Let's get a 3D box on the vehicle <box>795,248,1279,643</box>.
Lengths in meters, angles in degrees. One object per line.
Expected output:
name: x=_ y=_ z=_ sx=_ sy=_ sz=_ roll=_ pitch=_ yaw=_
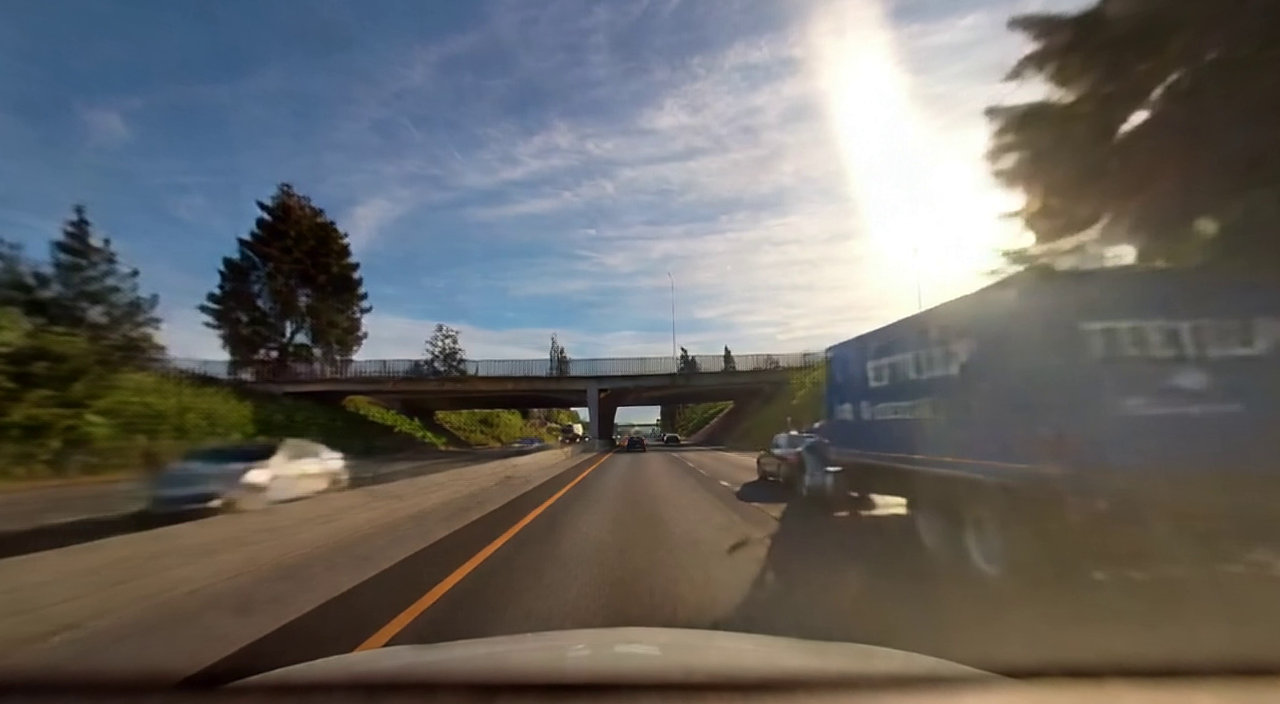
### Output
vehicle: x=4.144 y=1.028 z=7.695 sx=2.715 sy=2.746 sz=6.550 roll=0 pitch=-7 yaw=-1

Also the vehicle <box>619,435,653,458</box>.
vehicle: x=-0.257 y=5.899 z=39.460 sx=1.996 sy=1.325 sz=4.029 roll=0 pitch=-7 yaw=-1

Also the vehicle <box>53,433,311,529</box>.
vehicle: x=-8.520 y=2.364 z=12.329 sx=1.973 sy=1.519 sz=4.176 roll=0 pitch=-7 yaw=-1
